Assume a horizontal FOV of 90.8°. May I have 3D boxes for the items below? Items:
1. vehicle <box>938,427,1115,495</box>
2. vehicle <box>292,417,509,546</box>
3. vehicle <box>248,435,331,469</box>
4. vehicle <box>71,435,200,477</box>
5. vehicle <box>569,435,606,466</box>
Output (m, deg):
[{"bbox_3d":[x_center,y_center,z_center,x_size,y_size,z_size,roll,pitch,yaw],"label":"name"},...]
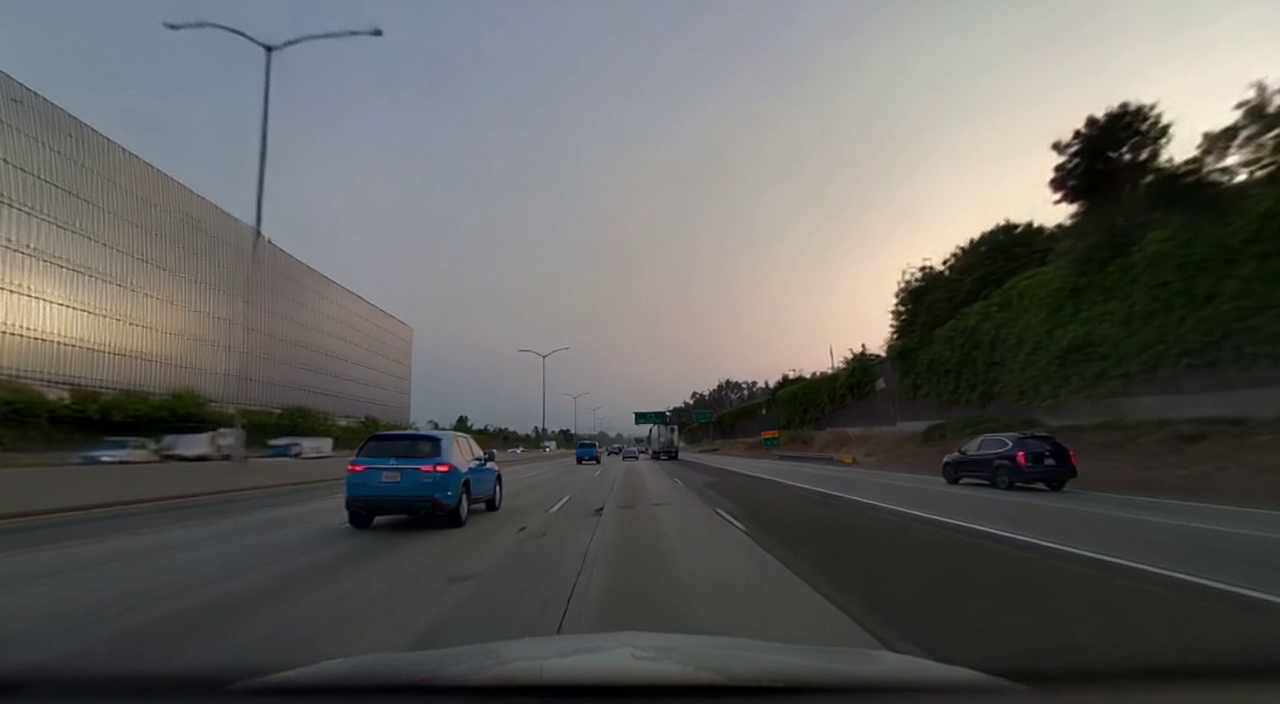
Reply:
[{"bbox_3d":[11.462,3.280,19.324,2.089,1.787,5.080,0,-9,-2],"label":"vehicle"},{"bbox_3d":[-3.658,2.073,10.659,2.039,1.710,4.237,0,-9,-1],"label":"vehicle"},{"bbox_3d":[-23.836,6.826,43.276,2.295,2.156,5.710,0,-9,0],"label":"vehicle"},{"bbox_3d":[-29.973,6.214,37.892,2.591,2.321,6.155,0,-9,0],"label":"vehicle"},{"bbox_3d":[-3.643,7.020,45.101,2.284,2.022,5.752,0,-9,-1],"label":"vehicle"}]
